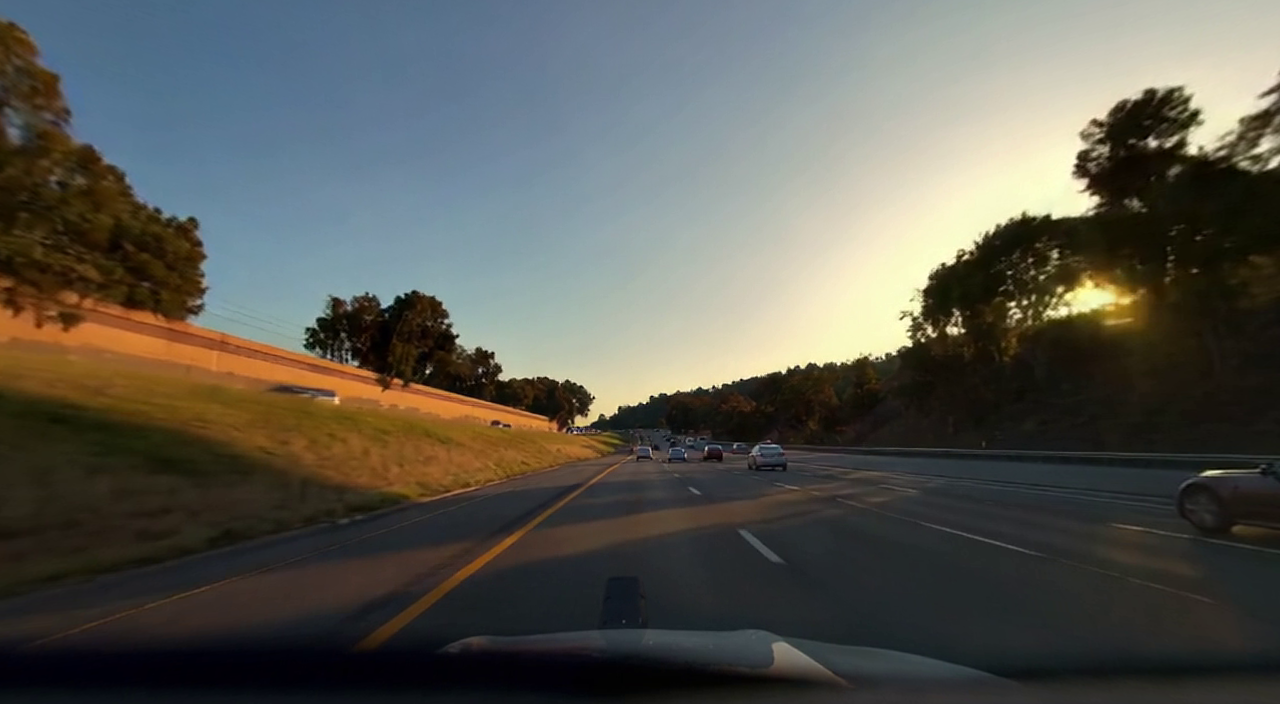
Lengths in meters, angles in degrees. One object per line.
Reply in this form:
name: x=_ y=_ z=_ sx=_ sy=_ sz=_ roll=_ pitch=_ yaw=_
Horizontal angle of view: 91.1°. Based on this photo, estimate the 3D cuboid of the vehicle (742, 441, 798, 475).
vehicle: x=7.100 y=5.840 z=34.881 sx=2.048 sy=1.697 sz=4.689 roll=0 pitch=-8 yaw=-1
